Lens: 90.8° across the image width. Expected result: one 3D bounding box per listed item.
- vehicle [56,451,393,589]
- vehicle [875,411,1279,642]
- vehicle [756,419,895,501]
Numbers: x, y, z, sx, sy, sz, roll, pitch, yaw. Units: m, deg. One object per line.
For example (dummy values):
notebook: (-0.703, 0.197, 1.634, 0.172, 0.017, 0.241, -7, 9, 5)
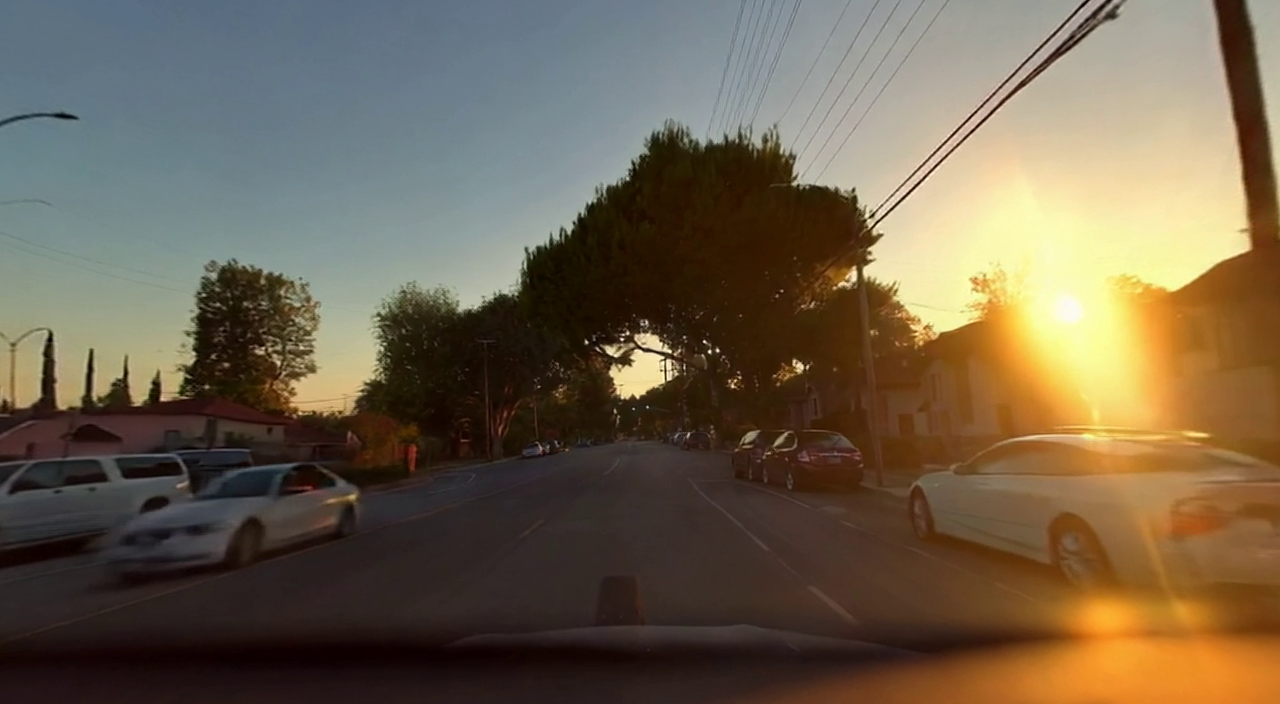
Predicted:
vehicle: (-5.634, 2.277, 9.482, 1.948, 1.502, 4.434, -1, -8, 1)
vehicle: (4.525, 1.536, 6.809, 2.001, 1.532, 5.029, 0, -8, -1)
vehicle: (4.542, 2.739, 16.377, 1.980, 1.773, 4.853, 0, -8, -2)
